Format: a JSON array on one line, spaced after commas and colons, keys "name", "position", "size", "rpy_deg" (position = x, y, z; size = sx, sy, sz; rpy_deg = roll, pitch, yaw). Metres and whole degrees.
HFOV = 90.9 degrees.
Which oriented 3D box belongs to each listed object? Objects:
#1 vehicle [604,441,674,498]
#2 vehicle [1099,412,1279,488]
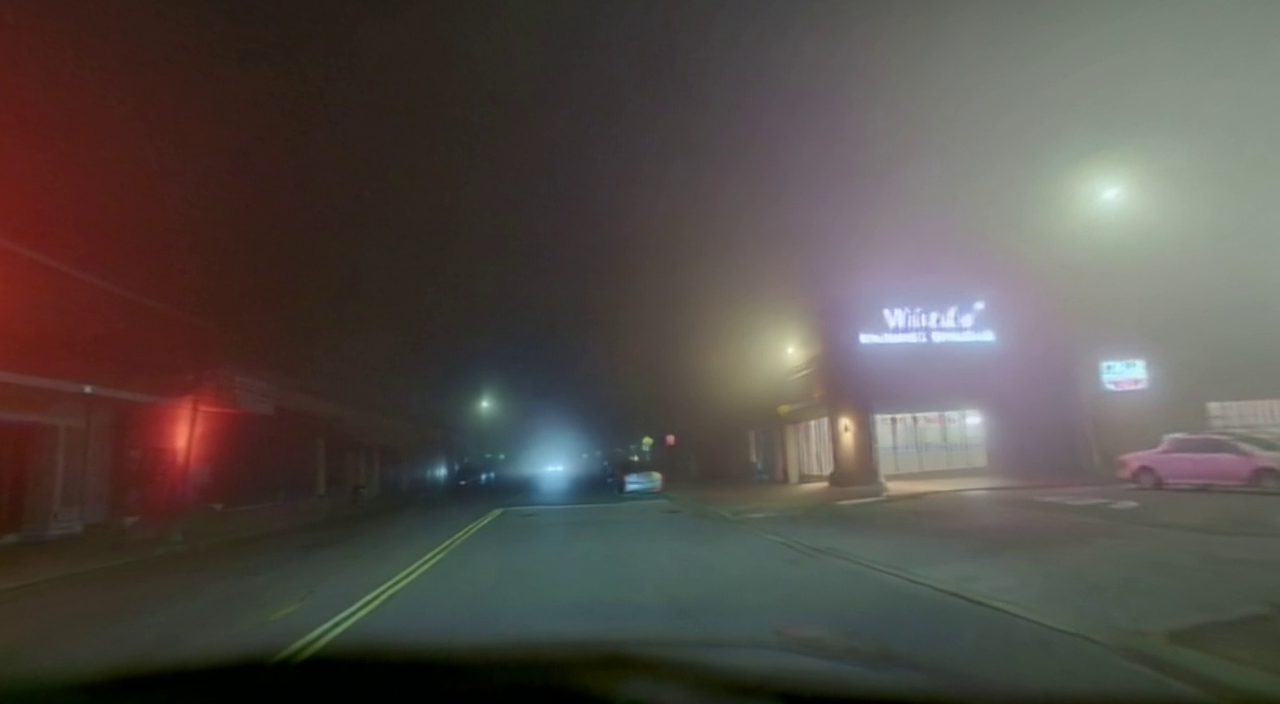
[{"name": "vehicle", "position": [-0.167, 4.722, 25.431], "size": [2.150, 2.013, 4.748], "rpy_deg": [0, -10, -8]}, {"name": "vehicle", "position": [14.216, 2.358, 15.017], "size": [1.869, 1.618, 4.814], "rpy_deg": [5, -12, -29]}]
